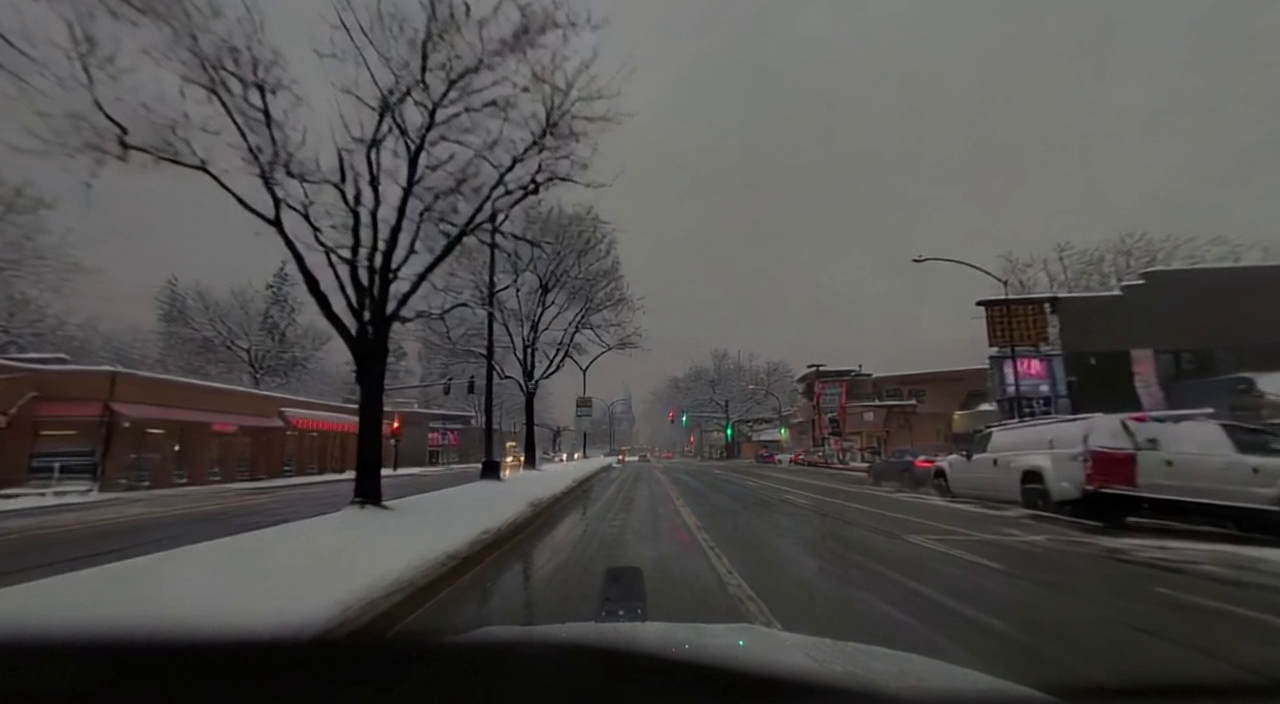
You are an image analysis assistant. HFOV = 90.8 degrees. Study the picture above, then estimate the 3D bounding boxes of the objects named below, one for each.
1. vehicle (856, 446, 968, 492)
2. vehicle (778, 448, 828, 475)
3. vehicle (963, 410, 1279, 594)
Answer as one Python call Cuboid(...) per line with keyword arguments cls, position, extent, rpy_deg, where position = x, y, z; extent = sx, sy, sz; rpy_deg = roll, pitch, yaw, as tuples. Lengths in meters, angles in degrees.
Cuboid(cls="vehicle", position=(9.852, 4.226, 23.337), extent=(1.944, 1.499, 4.698), rpy_deg=(0, -9, -1))
Cuboid(cls="vehicle", position=(9.558, 6.425, 37.361), extent=(1.844, 1.449, 4.149), rpy_deg=(0, -9, 0))
Cuboid(cls="vehicle", position=(10.229, 2.015, 10.389), extent=(6.229, 2.004, 6.552), rpy_deg=(-2, -7, -2))
